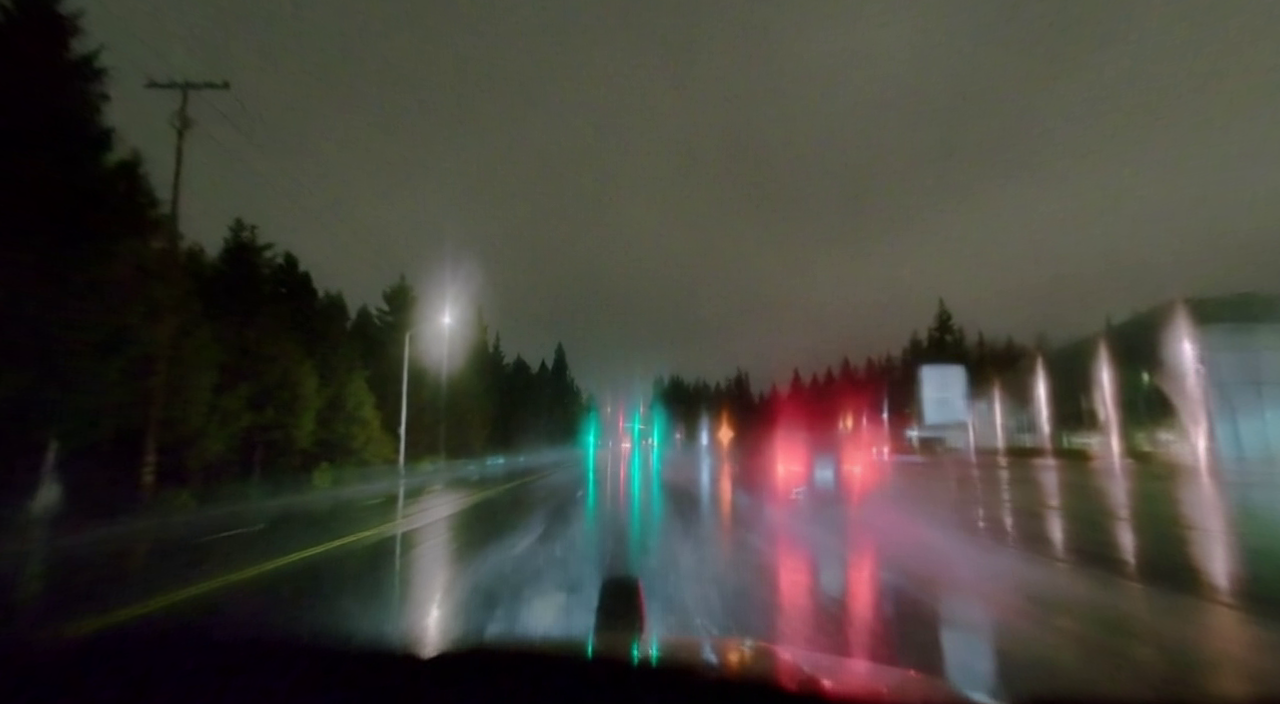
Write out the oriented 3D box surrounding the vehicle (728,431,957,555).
[{"bbox_3d":[2.756,2.035,9.887,2.042,1.469,4.470,0,-8,-1],"label":"vehicle"}]
